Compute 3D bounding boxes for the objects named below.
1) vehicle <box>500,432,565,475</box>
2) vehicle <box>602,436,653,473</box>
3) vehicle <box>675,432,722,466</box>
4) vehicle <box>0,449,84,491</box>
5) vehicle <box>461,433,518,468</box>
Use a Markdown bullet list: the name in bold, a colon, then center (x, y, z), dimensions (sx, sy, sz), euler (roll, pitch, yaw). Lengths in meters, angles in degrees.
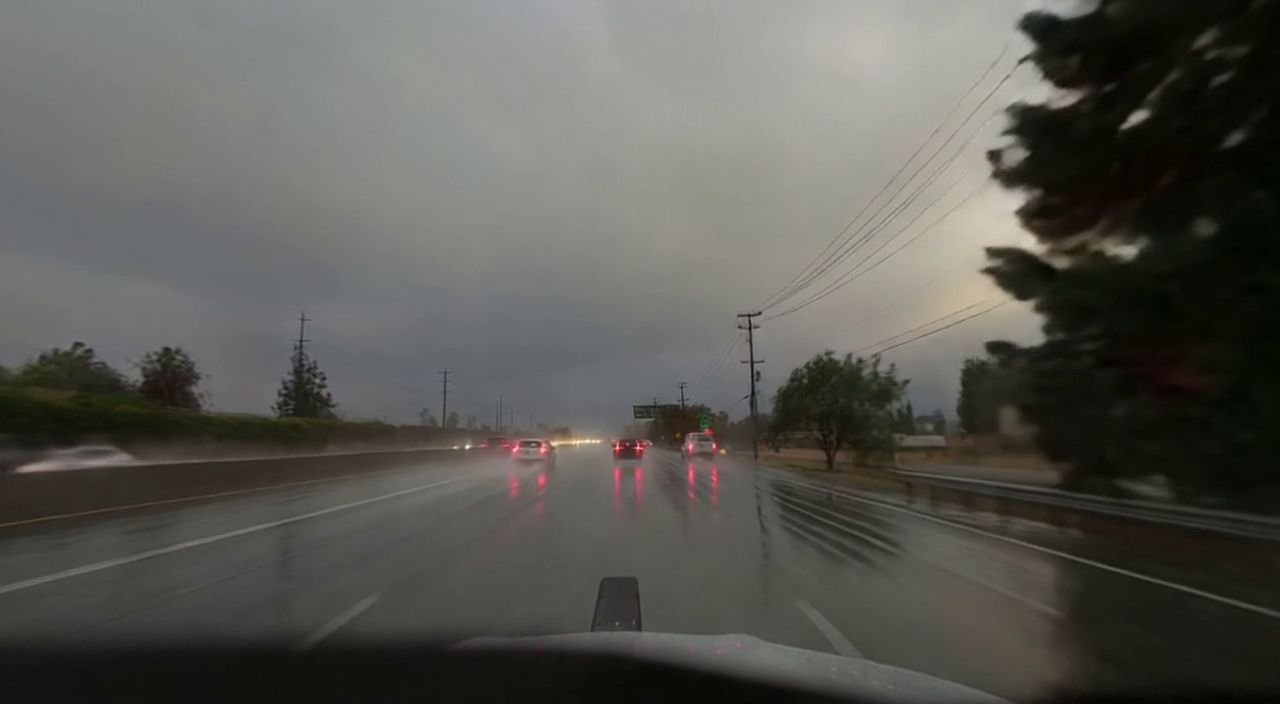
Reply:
- **vehicle**: center (-4.385, 4.192, 26.396), dimensions (1.901, 1.601, 4.610), euler (0, -8, 0)
- **vehicle**: center (-0.560, 4.445, 27.702), dimensions (2.086, 1.488, 3.440), euler (0, -8, -1)
- **vehicle**: center (3.075, 5.185, 33.964), dimensions (1.950, 1.695, 4.446), euler (0, -8, -2)
- **vehicle**: center (-23.637, 4.377, 23.476), dimensions (1.749, 1.435, 4.542), euler (0, -8, -1)
- **vehicle**: center (-7.674, 5.049, 32.641), dimensions (1.980, 1.678, 4.255), euler (0, -8, -1)
